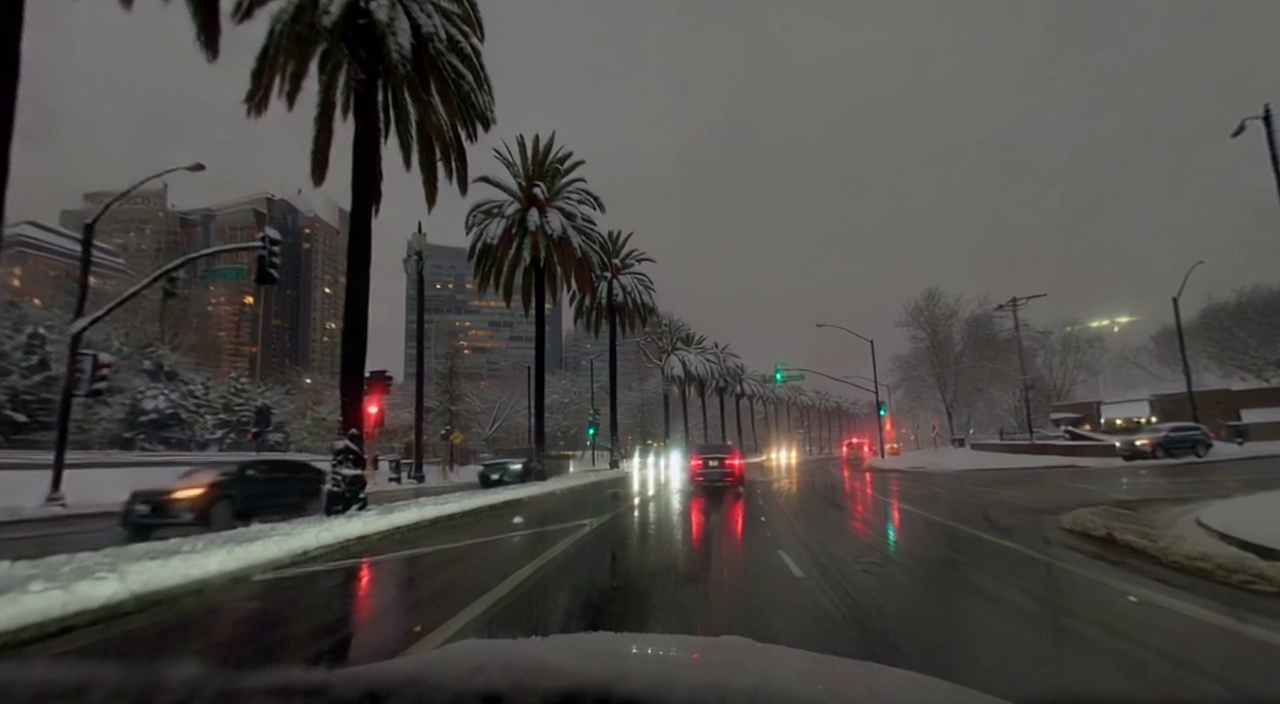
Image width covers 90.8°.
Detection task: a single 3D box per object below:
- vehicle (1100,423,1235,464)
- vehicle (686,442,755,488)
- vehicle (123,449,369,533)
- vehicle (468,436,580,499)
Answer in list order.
[{"bbox_3d":[25.583,4.441,30.736,5.049,1.861,2.081,1,-9,-9],"label":"vehicle"},{"bbox_3d":[3.046,4.085,23.210,2.096,1.492,4.071,-2,-9,13],"label":"vehicle"},{"bbox_3d":[-8.138,2.866,13.729,2.012,1.467,4.592,-1,-9,7],"label":"vehicle"},{"bbox_3d":[-3.499,3.594,20.089,2.013,1.746,4.366,-2,-9,11],"label":"vehicle"}]
